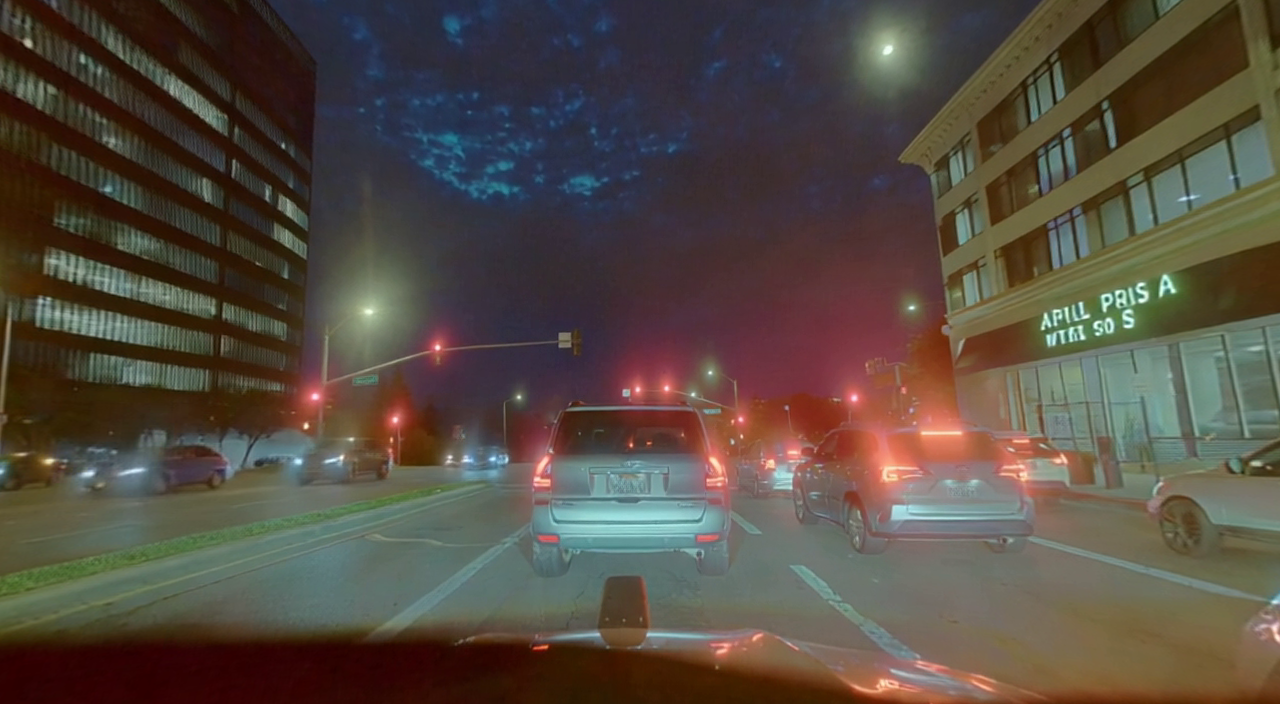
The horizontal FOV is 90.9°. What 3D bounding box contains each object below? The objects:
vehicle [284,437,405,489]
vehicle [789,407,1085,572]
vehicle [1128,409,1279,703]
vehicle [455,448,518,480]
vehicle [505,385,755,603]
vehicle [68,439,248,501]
[{"bbox_3d":[-11.696,4.406,25.503,2.224,1.840,5.290,0,-8,2],"label":"vehicle"},{"bbox_3d":[3.624,1.757,8.821,2.036,1.719,4.318,0,-8,0],"label":"vehicle"},{"bbox_3d":[3.368,0.730,0.811,1.884,1.484,4.609,0,-8,2],"label":"vehicle"},{"bbox_3d":[-7.762,5.685,32.343,1.930,1.484,4.252,-1,-8,3],"label":"vehicle"},{"bbox_3d":[-0.003,1.537,7.678,2.154,1.861,4.280,0,-8,2],"label":"vehicle"},{"bbox_3d":[-15.100,3.675,20.201,2.102,1.737,4.570,0,-8,1],"label":"vehicle"}]
